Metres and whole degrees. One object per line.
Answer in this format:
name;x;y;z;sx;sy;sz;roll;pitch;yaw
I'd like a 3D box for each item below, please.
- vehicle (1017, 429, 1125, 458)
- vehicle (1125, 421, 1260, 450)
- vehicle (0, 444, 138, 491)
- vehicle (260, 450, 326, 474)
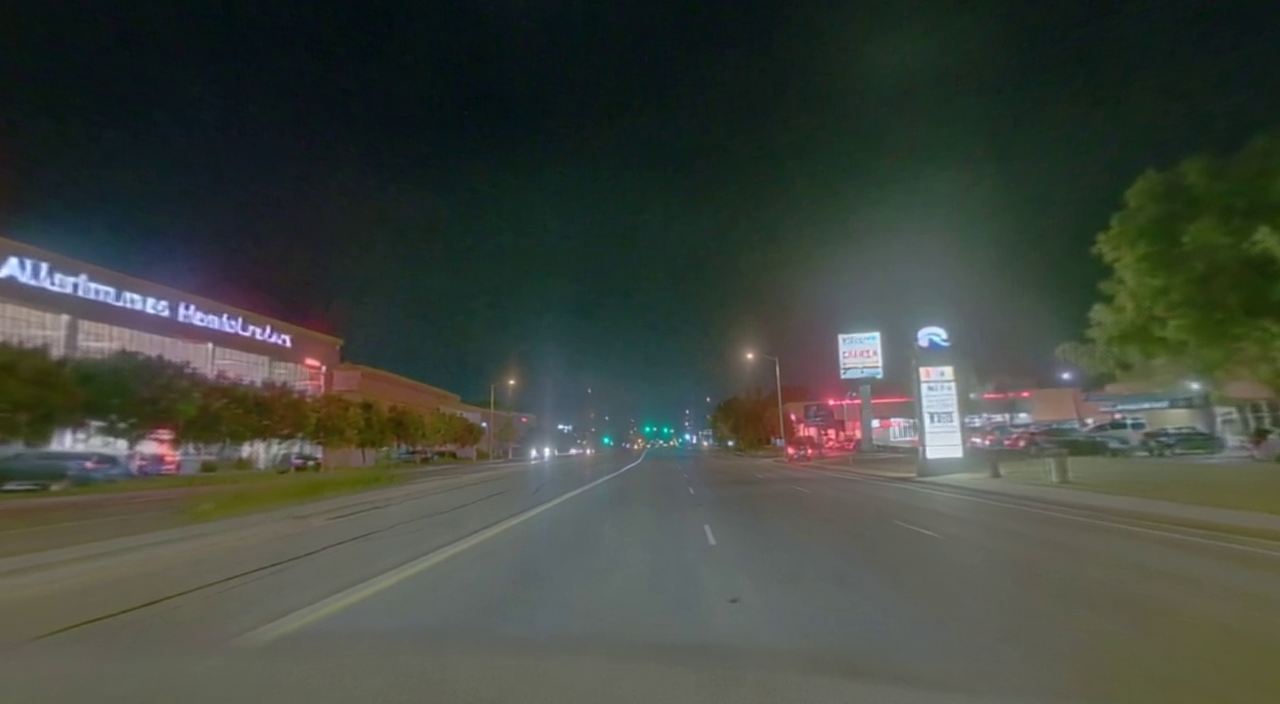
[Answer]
vehicle;21.698;4.635;31.944;4.095;1.386;1.784;0;-8;2
vehicle;34.984;5.341;40.201;6.073;1.758;2.439;-1;-9;4
vehicle;-27.665;5.388;29.894;2.139;1.987;5.536;-5;-10;32
vehicle;-24.139;7.622;43.896;4.605;1.509;1.845;-5;-10;31
